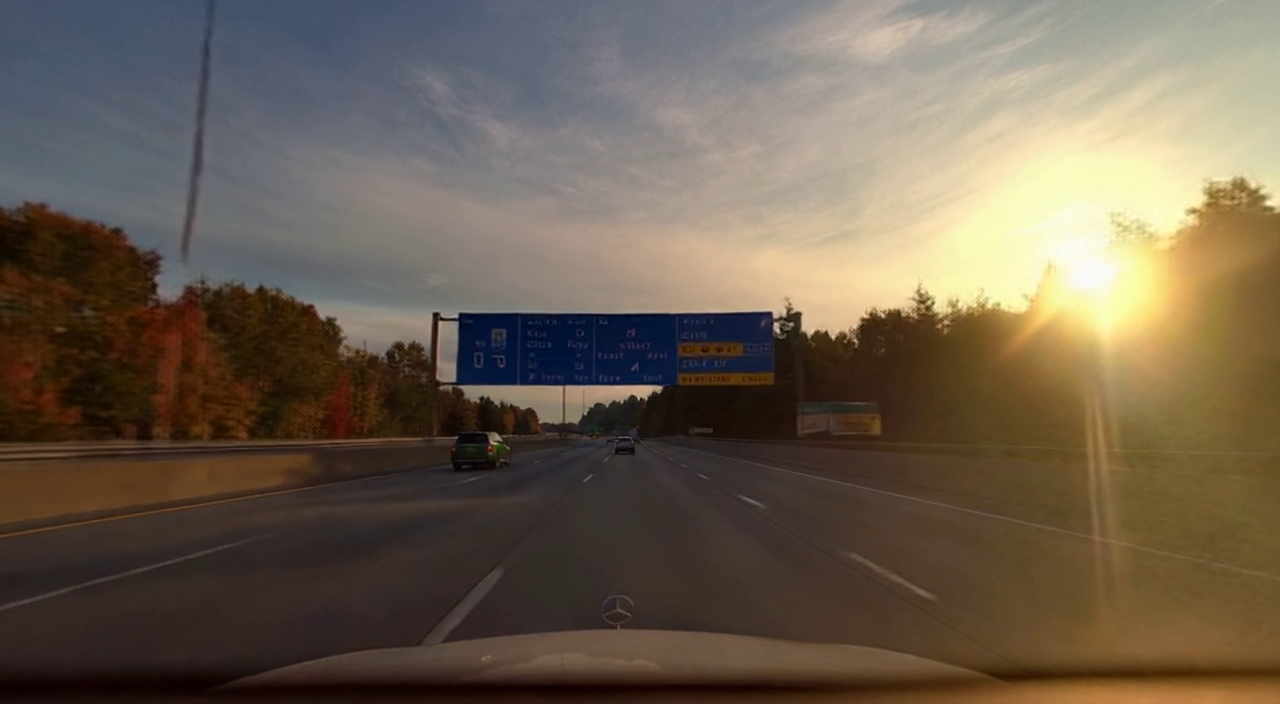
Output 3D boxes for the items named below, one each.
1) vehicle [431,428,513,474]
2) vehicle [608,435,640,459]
[{"bbox_3d":[-6.751,4.007,25.829,2.111,1.689,4.505,0,-8,0],"label":"vehicle"},{"bbox_3d":[-1.013,6.264,41.747,2.010,1.534,4.013,0,-8,0],"label":"vehicle"}]
